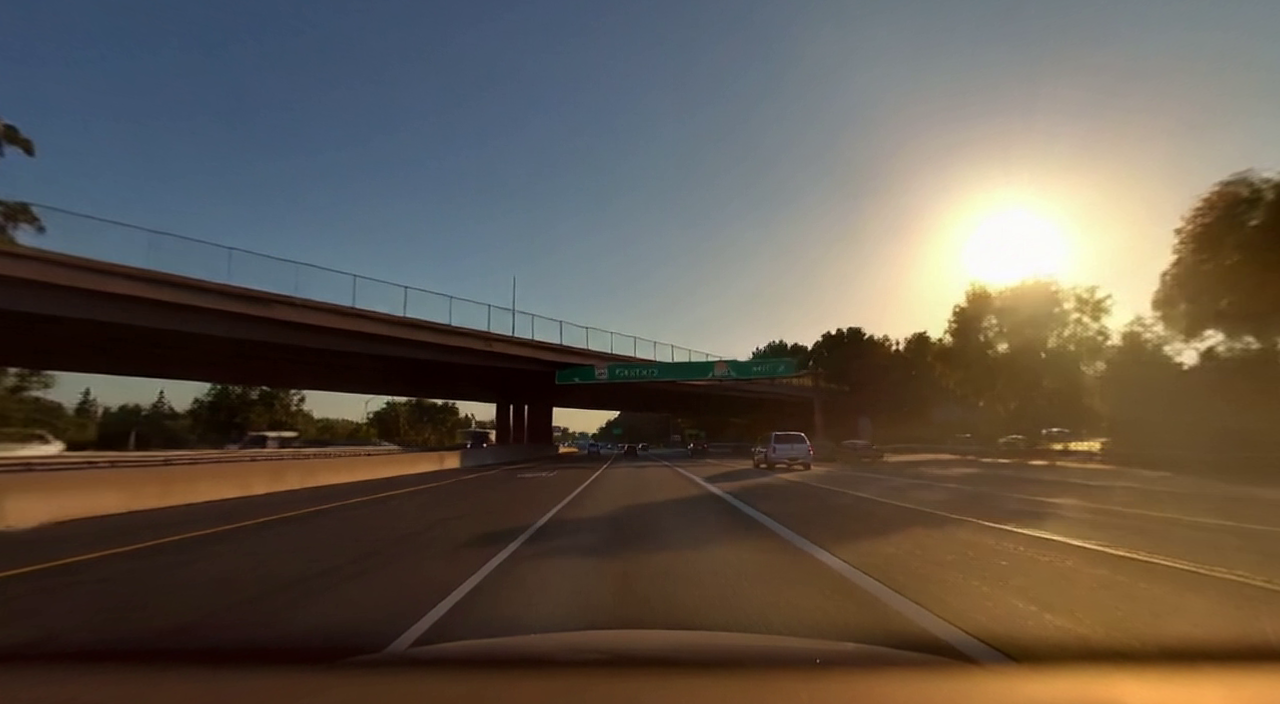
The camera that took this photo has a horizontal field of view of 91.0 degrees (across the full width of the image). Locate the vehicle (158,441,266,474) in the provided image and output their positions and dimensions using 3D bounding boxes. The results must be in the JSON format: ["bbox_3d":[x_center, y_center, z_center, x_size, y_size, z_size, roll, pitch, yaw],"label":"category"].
[{"bbox_3d":[-20.680,5.113,30.735,1.953,1.466,4.777,0,-8,-1],"label":"vehicle"}]

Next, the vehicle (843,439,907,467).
[{"bbox_3d":[14.092,6.078,38.020,2.072,1.611,4.387,0,-8,-2],"label":"vehicle"}]

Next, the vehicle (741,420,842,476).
[{"bbox_3d":[7.029,4.643,30.584,2.779,2.339,8.073,0,-8,-1],"label":"vehicle"}]
